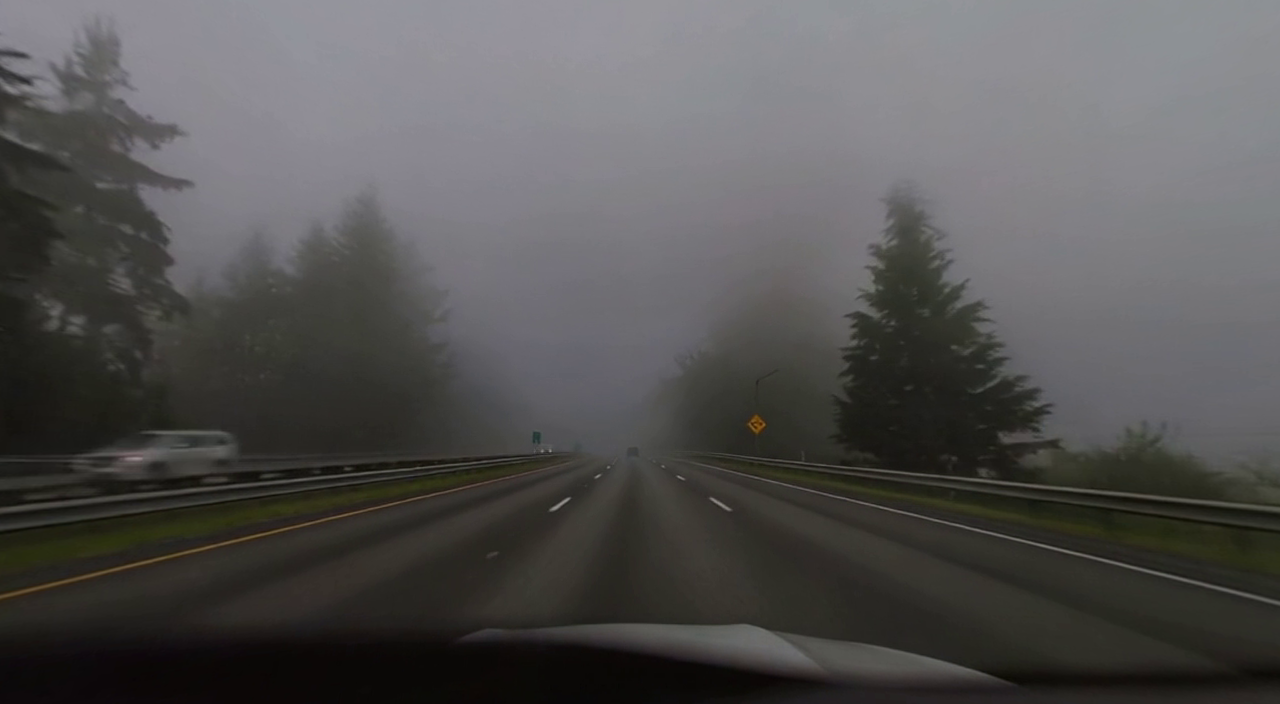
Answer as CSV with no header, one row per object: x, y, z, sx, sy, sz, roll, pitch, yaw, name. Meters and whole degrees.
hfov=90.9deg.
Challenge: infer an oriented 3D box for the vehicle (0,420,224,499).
-11.894,2.407,14.297,2.041,1.513,4.136,0,-9,0,vehicle
